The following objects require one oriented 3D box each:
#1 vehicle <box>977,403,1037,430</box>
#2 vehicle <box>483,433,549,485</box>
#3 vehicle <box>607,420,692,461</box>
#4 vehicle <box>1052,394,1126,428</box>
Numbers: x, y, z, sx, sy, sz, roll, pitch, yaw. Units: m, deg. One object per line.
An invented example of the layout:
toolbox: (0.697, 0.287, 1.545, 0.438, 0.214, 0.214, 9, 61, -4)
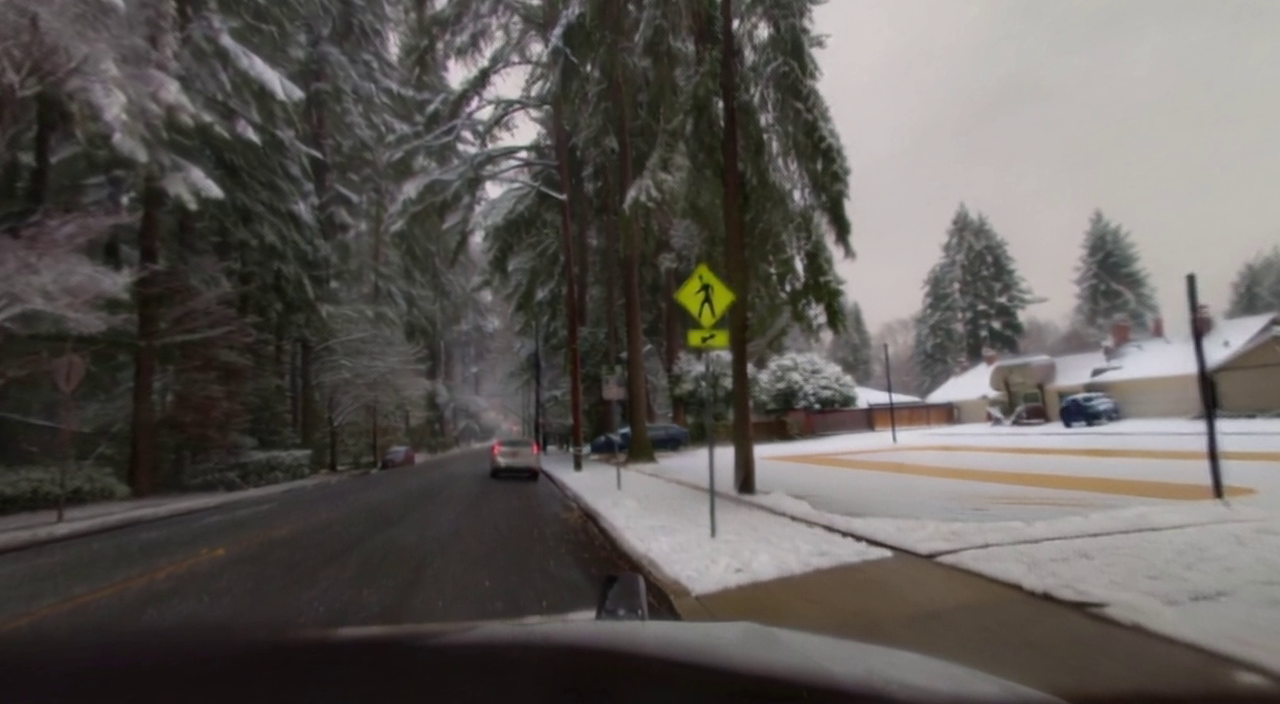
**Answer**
vehicle: (24.160, 4.268, 41.499, 4.245, 1.601, 1.912, 7, -11, -39)
vehicle: (-4.725, 4.016, 23.991, 2.204, 1.776, 4.262, 2, -9, -11)
vehicle: (0.583, 4.748, 34.157, 4.390, 1.696, 1.954, 0, -6, -44)
vehicle: (25.173, 3.356, 35.383, 4.481, 1.634, 1.973, 6, -11, -37)
